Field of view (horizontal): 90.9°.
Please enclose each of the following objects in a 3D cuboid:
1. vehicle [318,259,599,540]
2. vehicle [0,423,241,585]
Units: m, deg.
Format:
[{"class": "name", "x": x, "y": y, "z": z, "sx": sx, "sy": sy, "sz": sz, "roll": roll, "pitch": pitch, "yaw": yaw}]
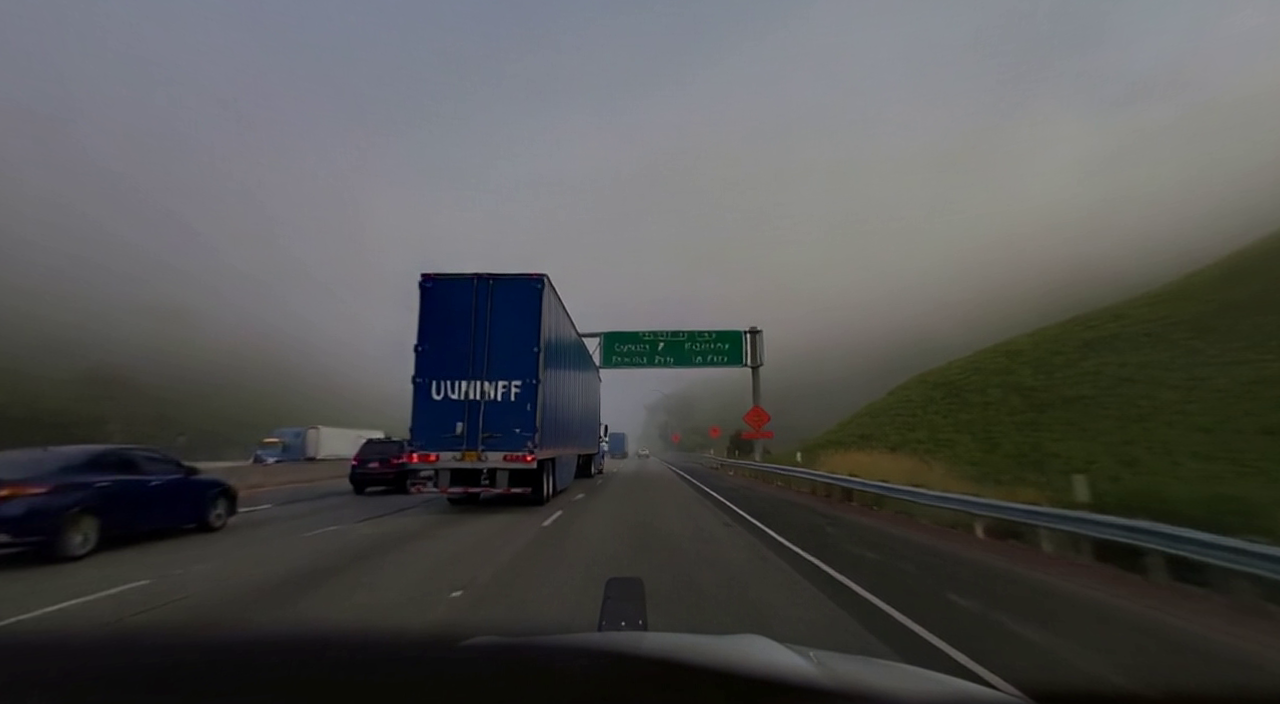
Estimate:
[{"class": "vehicle", "x": -3.253, "y": 1.843, "z": 17.796, "sx": 3.202, "sy": 4.352, "sz": 16.251, "roll": 0, "pitch": -8, "yaw": 0}, {"class": "vehicle", "x": -7.396, "y": 1.751, "z": 7.844, "sx": 1.949, "sy": 1.604, "sz": 4.456, "roll": 0, "pitch": -8, "yaw": 0}]
